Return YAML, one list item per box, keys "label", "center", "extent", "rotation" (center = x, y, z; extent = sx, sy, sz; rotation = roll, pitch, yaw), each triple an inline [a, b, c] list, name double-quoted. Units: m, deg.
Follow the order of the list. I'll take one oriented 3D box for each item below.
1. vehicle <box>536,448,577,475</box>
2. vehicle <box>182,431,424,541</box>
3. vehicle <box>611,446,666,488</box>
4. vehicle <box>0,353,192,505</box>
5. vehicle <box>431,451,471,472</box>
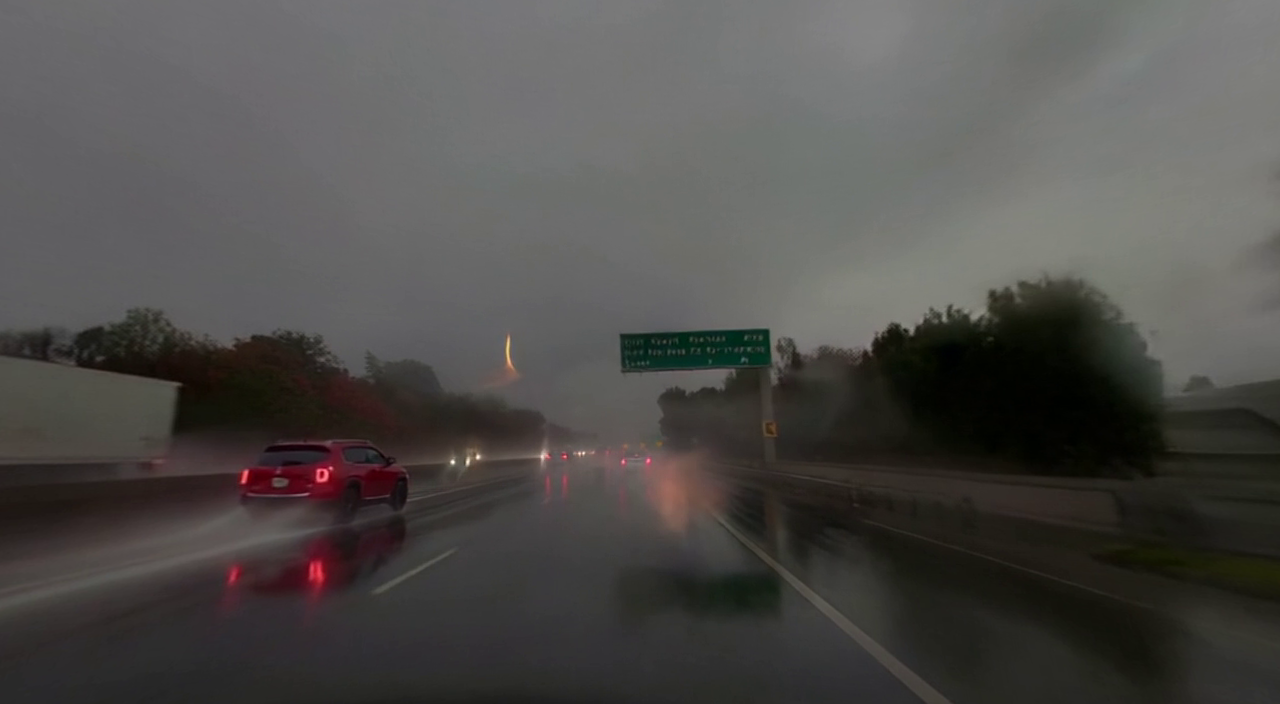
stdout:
- label: "vehicle"
  center: [-4.917, 6.494, 37.464]
  extent: [1.892, 1.481, 4.180]
  rotation: [0, -9, 0]
- label: "vehicle"
  center: [-5.778, 2.338, 11.545]
  extent: [2.058, 1.626, 4.118]
  rotation: [-1, -9, 2]
- label: "vehicle"
  center: [-0.067, 4.352, 24.047]
  extent: [1.940, 1.451, 3.512]
  rotation: [0, -9, -1]
- label: "vehicle"
  center: [-17.881, 1.899, 15.630]
  extent: [2.886, 3.856, 14.490]
  rotation: [0, -9, 0]
- label: "vehicle"
  center: [-13.280, 7.725, 44.346]
  extent: [1.688, 1.389, 3.649]
  rotation: [0, -9, 0]
